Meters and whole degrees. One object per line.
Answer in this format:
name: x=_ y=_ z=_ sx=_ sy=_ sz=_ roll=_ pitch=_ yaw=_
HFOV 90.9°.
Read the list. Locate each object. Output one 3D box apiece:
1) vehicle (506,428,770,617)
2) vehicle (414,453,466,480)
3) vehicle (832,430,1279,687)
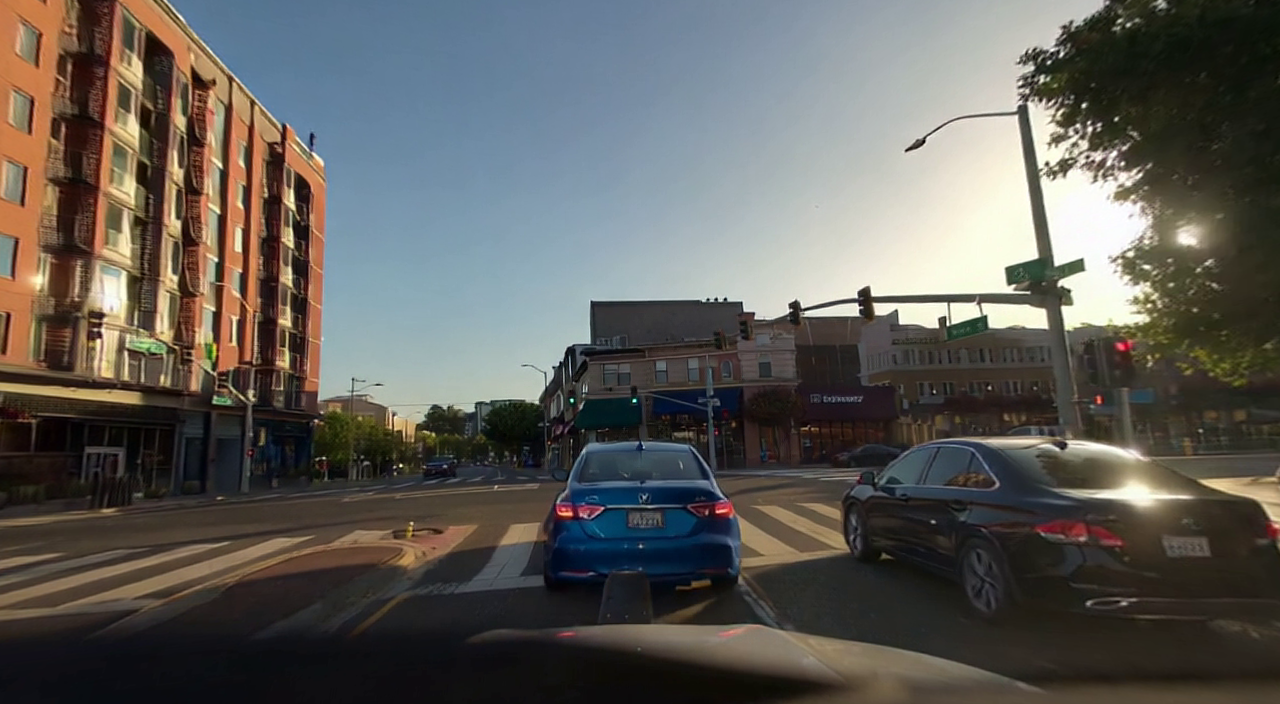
vehicle: x=-0.054 y=1.661 z=7.124 sx=2.094 sy=1.481 sz=4.078 roll=0 pitch=-8 yaw=-1
vehicle: x=-14.534 y=8.351 z=46.156 sx=2.126 sy=1.782 sz=4.880 roll=0 pitch=-8 yaw=1
vehicle: x=3.351 y=1.474 z=5.680 sx=1.860 sy=1.430 sz=4.089 roll=0 pitch=-8 yaw=-1
